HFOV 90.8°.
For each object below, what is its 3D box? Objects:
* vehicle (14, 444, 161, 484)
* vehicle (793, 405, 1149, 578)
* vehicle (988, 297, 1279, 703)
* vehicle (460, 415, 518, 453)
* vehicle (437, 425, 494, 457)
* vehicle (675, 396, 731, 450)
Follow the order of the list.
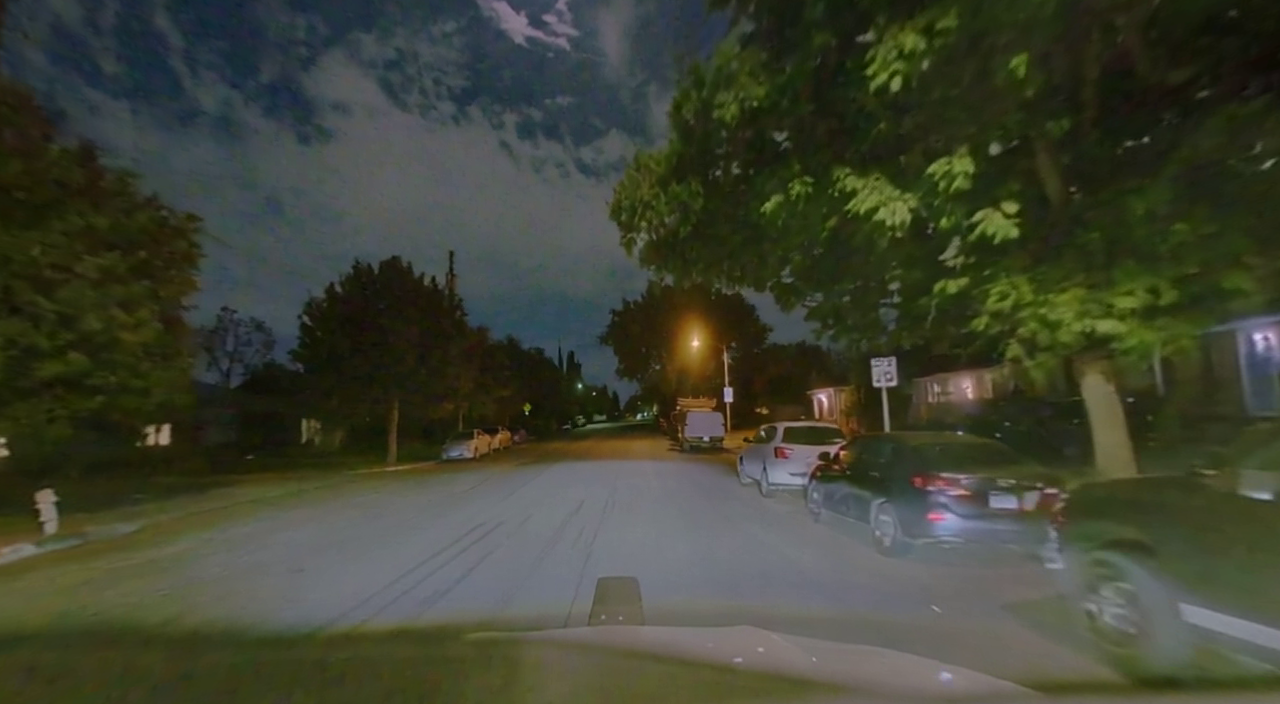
[{"bbox_3d":[-22.641,4.556,26.133,1.813,1.499,4.321,-1,-8,8],"label":"vehicle"},{"bbox_3d":[3.668,1.615,8.165,2.047,1.598,4.321,0,-8,-3],"label":"vehicle"},{"bbox_3d":[3.666,0.655,2.077,2.208,1.863,4.799,0,-8,-1],"label":"vehicle"},{"bbox_3d":[-8.641,4.746,36.583,2.163,1.841,4.679,-6,-7,-1],"label":"vehicle"},{"bbox_3d":[-8.489,4.371,31.018,1.821,1.476,4.060,0,-8,-3],"label":"vehicle"},{"bbox_3d":[3.001,3.513,30.885,2.233,2.453,3.787,0,-8,-2],"label":"vehicle"}]
